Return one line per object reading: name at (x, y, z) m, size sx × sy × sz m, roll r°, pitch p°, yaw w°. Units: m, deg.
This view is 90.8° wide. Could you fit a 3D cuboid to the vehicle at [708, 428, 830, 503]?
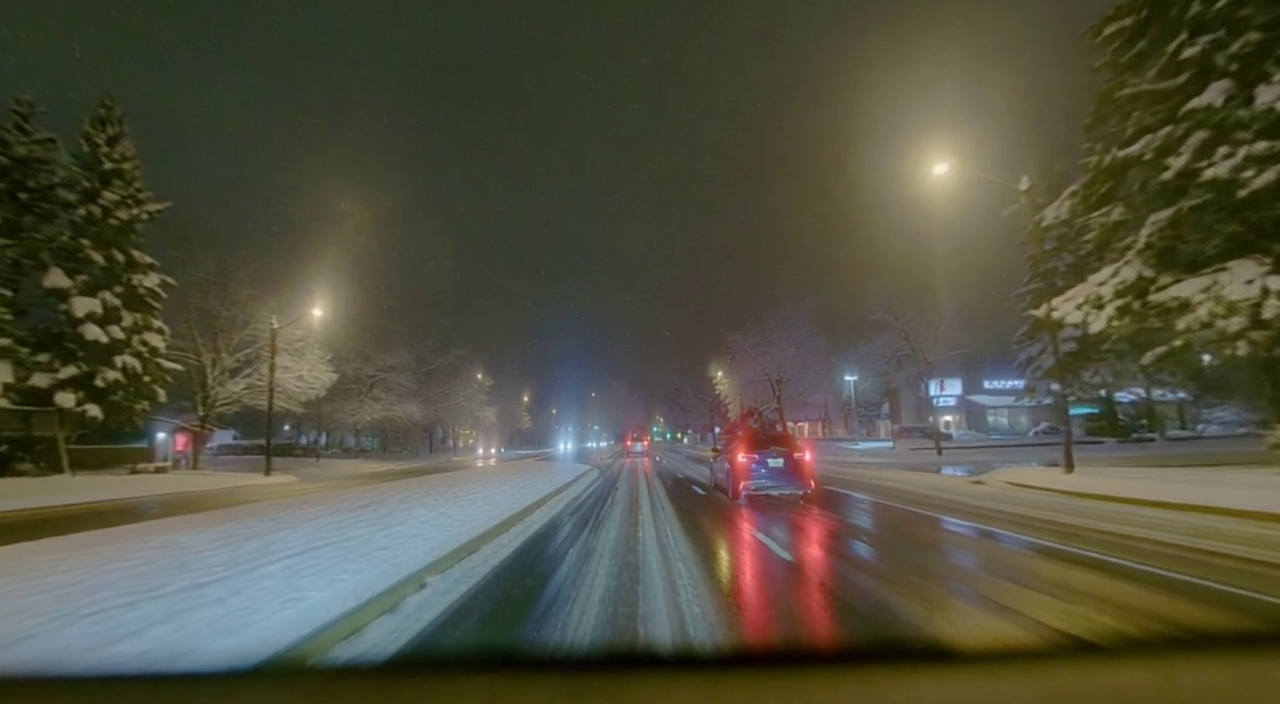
vehicle at (3.079, 2.825, 16.238) m, size 1.995 × 1.616 × 4.729 m, roll 1°, pitch -8°, yaw -2°
